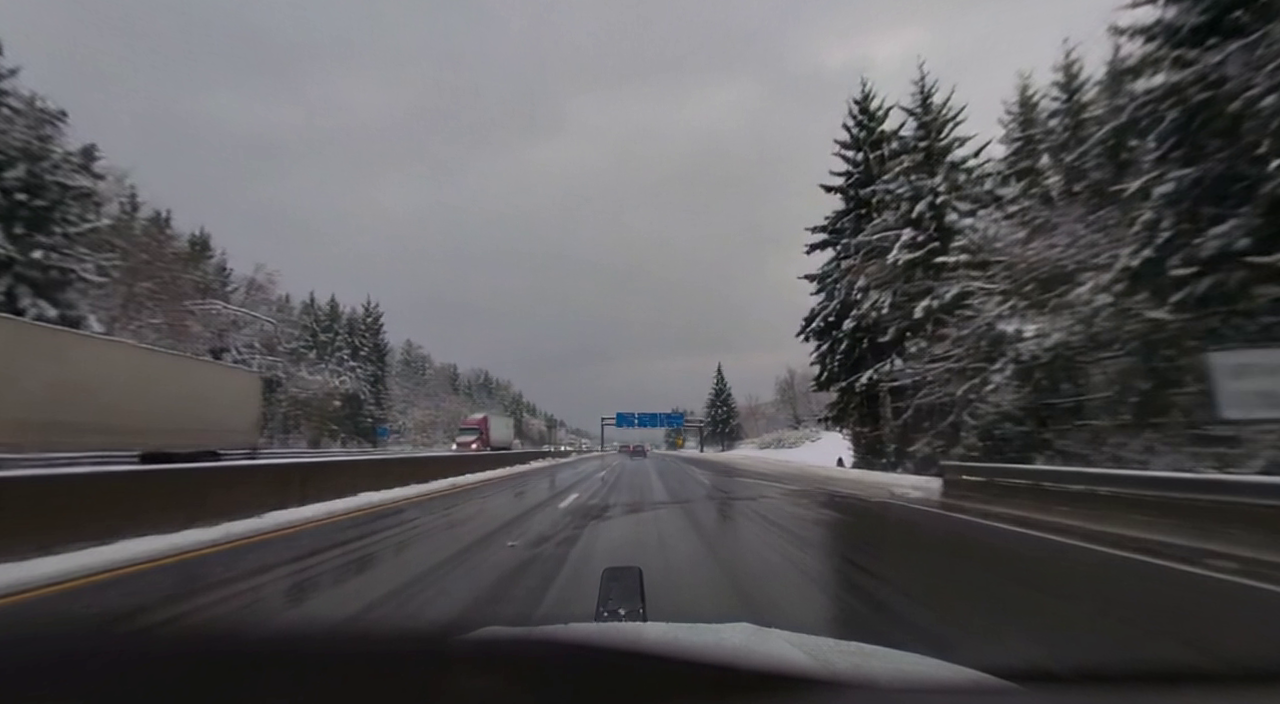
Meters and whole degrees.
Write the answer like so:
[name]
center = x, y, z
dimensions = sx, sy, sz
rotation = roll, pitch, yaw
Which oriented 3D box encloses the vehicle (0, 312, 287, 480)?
[vehicle]
center = -16.319, 1.581, 18.138
dimensions = 2.878, 3.843, 16.564
rotation = 0, -9, 0
